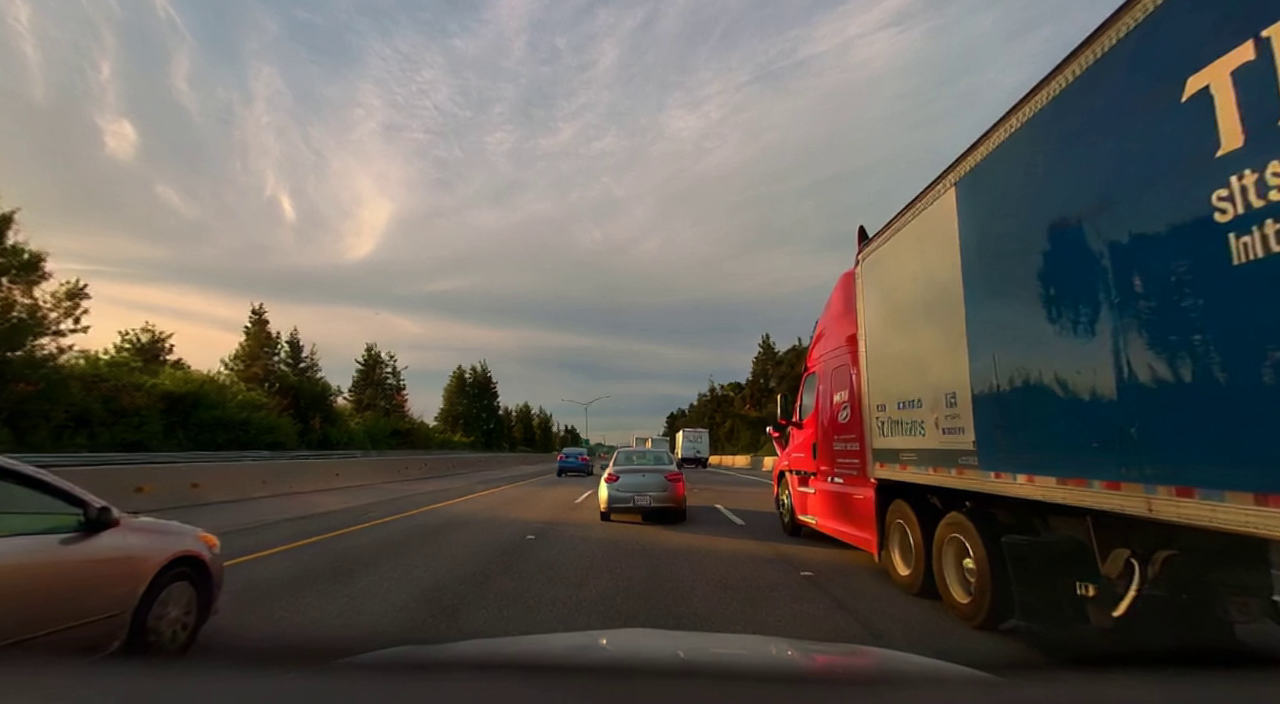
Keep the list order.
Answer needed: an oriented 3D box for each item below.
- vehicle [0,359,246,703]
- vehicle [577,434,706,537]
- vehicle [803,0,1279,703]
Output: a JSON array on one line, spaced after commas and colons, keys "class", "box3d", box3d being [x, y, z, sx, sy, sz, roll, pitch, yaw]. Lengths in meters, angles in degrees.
[{"class": "vehicle", "box3d": [-3.500, 0.732, 1.570, 1.985, 1.671, 4.604, 0, -9, 1]}, {"class": "vehicle", "box3d": [0.011, 2.332, 11.485, 1.973, 1.574, 3.426, 0, -9, 0]}, {"class": "vehicle", "box3d": [3.788, -0.513, 0.497, 2.981, 4.069, 16.756, 0, -9, 0]}]
